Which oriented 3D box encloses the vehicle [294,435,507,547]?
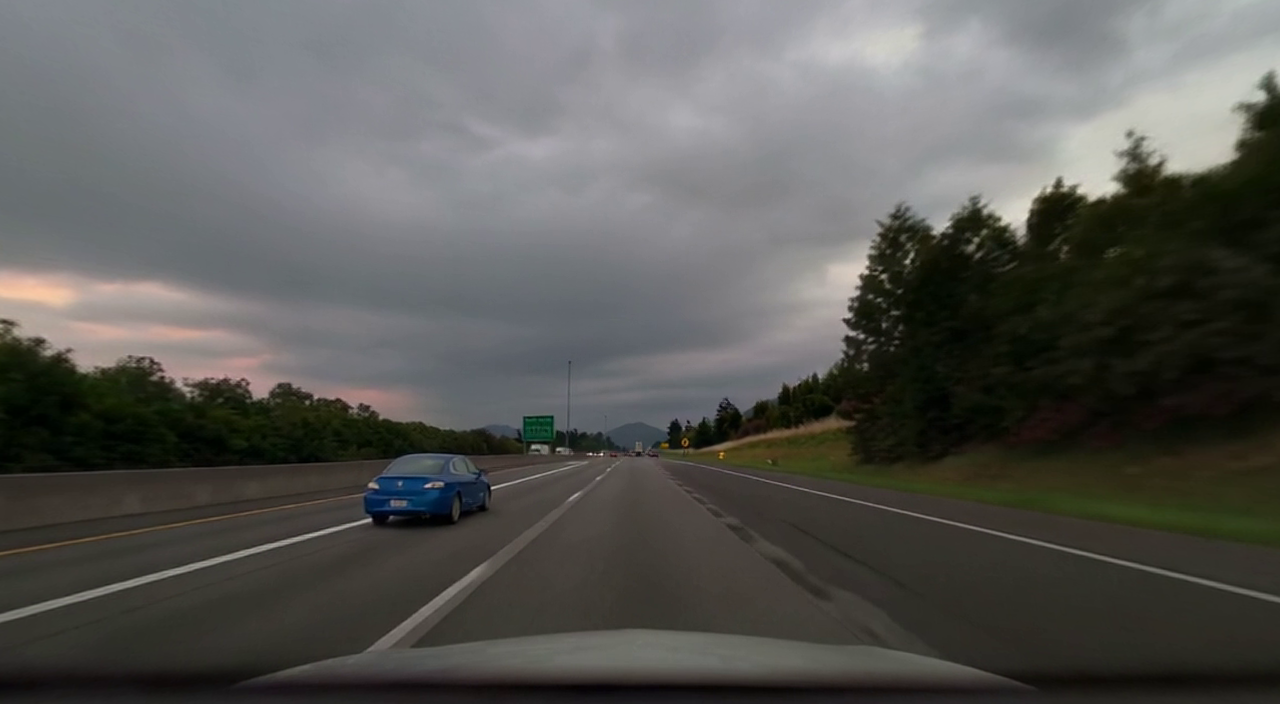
[{"bbox_3d":[-3.766,2.246,10.816,2.121,1.537,3.852,0,-9,0],"label":"vehicle"}]
